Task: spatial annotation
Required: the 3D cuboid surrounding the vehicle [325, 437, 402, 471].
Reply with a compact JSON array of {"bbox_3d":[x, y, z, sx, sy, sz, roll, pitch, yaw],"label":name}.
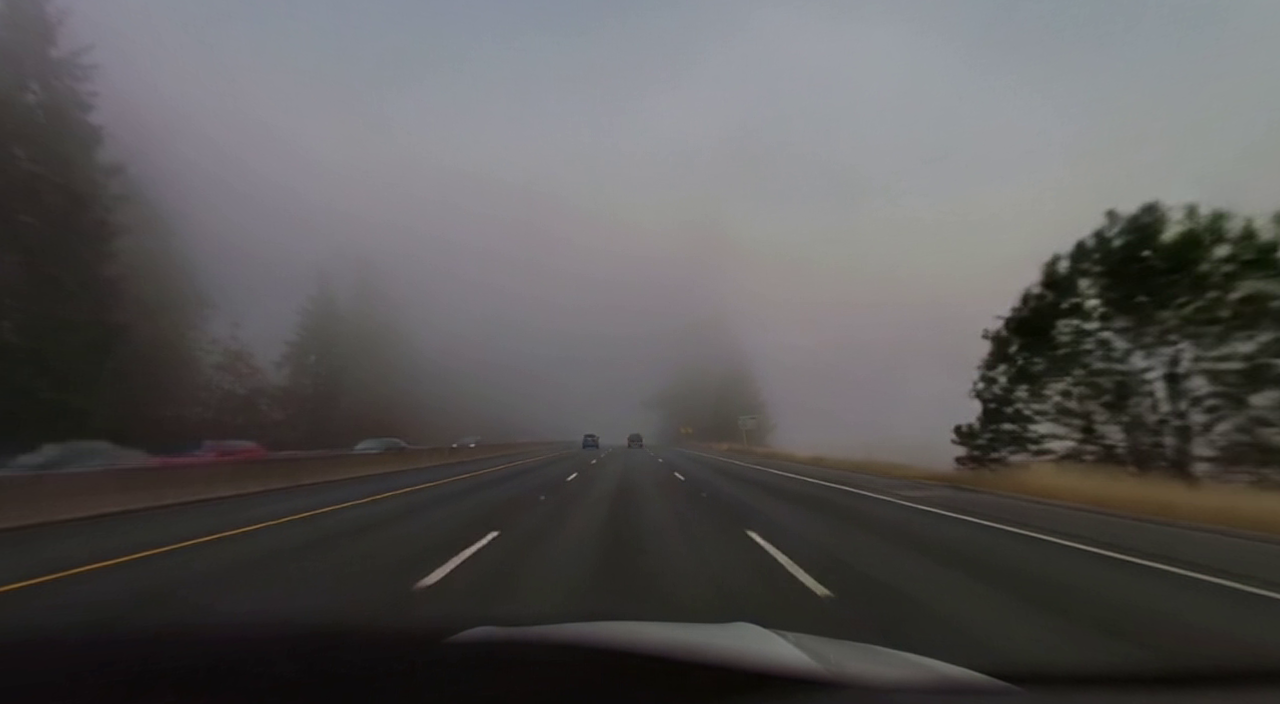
[{"bbox_3d":[-12.706,4.662,29.178,1.810,1.435,3.941,0,-8,-1],"label":"vehicle"}]
